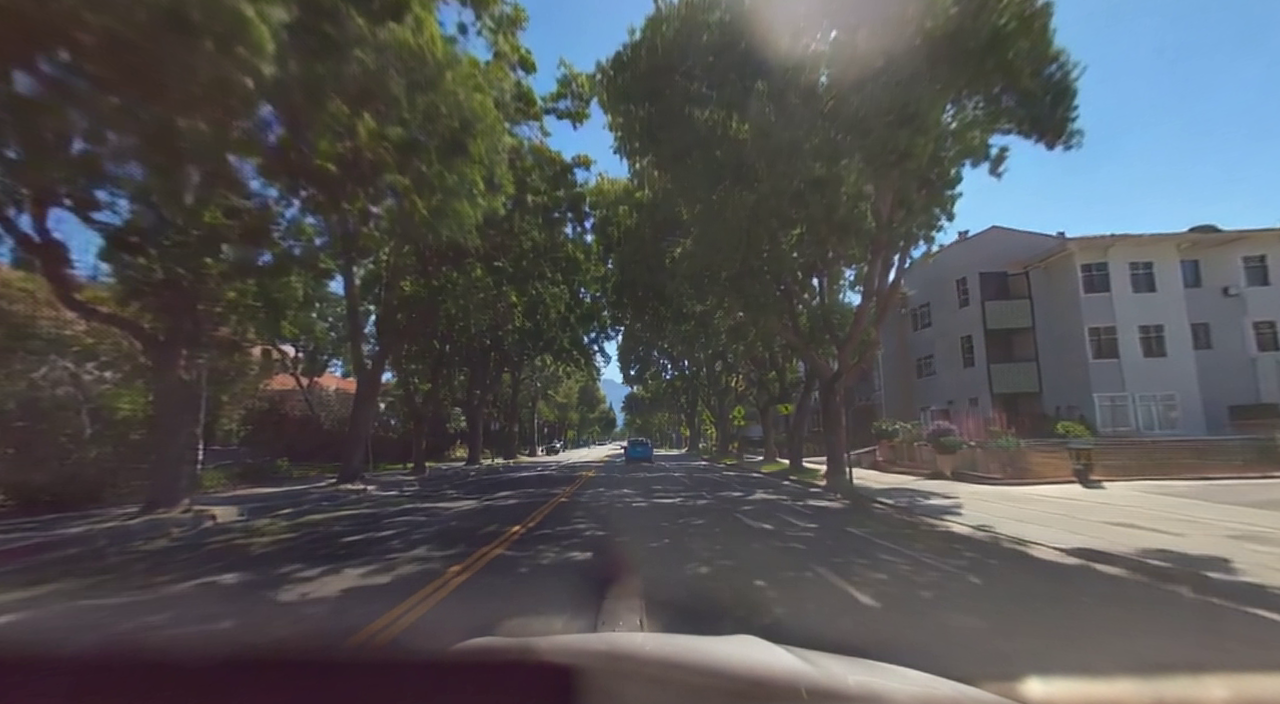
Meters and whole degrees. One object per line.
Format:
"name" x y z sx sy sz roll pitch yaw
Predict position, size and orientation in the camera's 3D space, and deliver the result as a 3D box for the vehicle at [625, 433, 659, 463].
"vehicle" 0.119 5.896 38.721 1.981 1.703 3.691 0 -8 1
